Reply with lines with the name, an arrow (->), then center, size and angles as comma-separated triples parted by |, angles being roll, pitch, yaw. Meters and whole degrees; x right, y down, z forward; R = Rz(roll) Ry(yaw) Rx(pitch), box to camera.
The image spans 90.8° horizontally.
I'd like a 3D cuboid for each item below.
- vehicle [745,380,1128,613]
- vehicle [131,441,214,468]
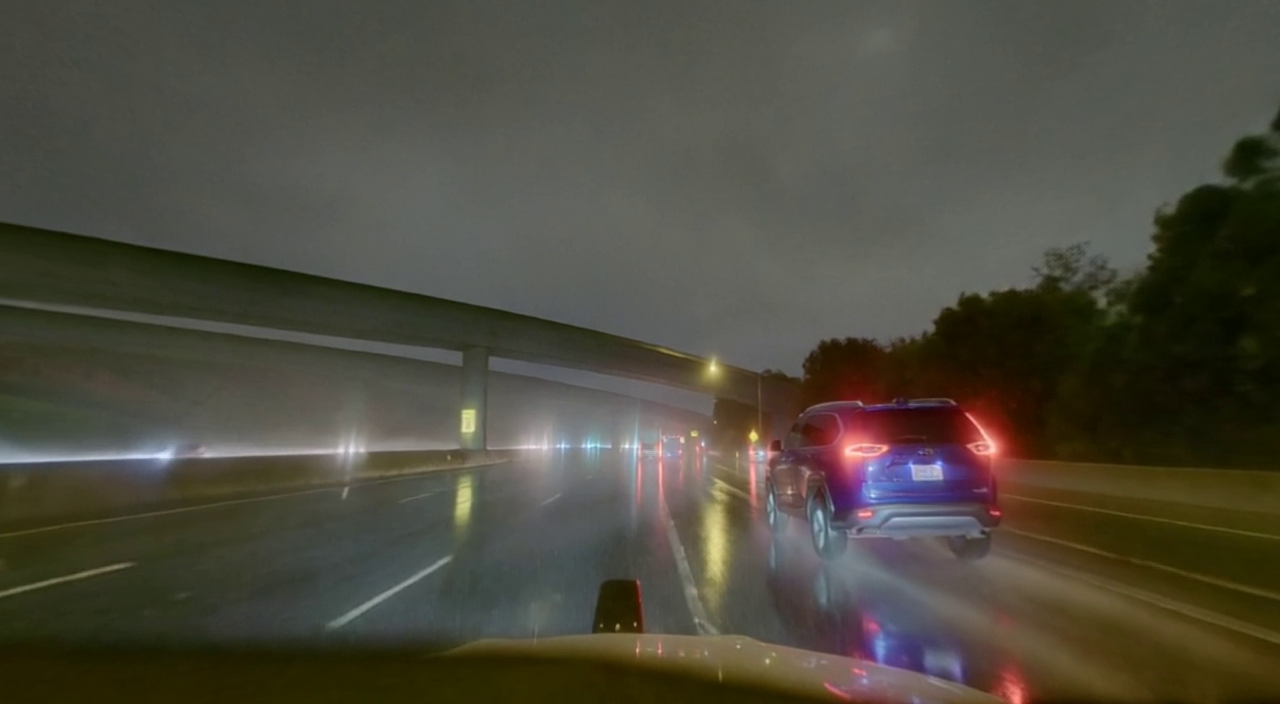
vehicle -> 2.891, 1.570, 7.797 | 2.155, 1.918, 4.945 | 0, -9, -2
vehicle -> -28.797, 6.342, 39.098 | 1.866, 1.539, 4.408 | 0, -9, -3
